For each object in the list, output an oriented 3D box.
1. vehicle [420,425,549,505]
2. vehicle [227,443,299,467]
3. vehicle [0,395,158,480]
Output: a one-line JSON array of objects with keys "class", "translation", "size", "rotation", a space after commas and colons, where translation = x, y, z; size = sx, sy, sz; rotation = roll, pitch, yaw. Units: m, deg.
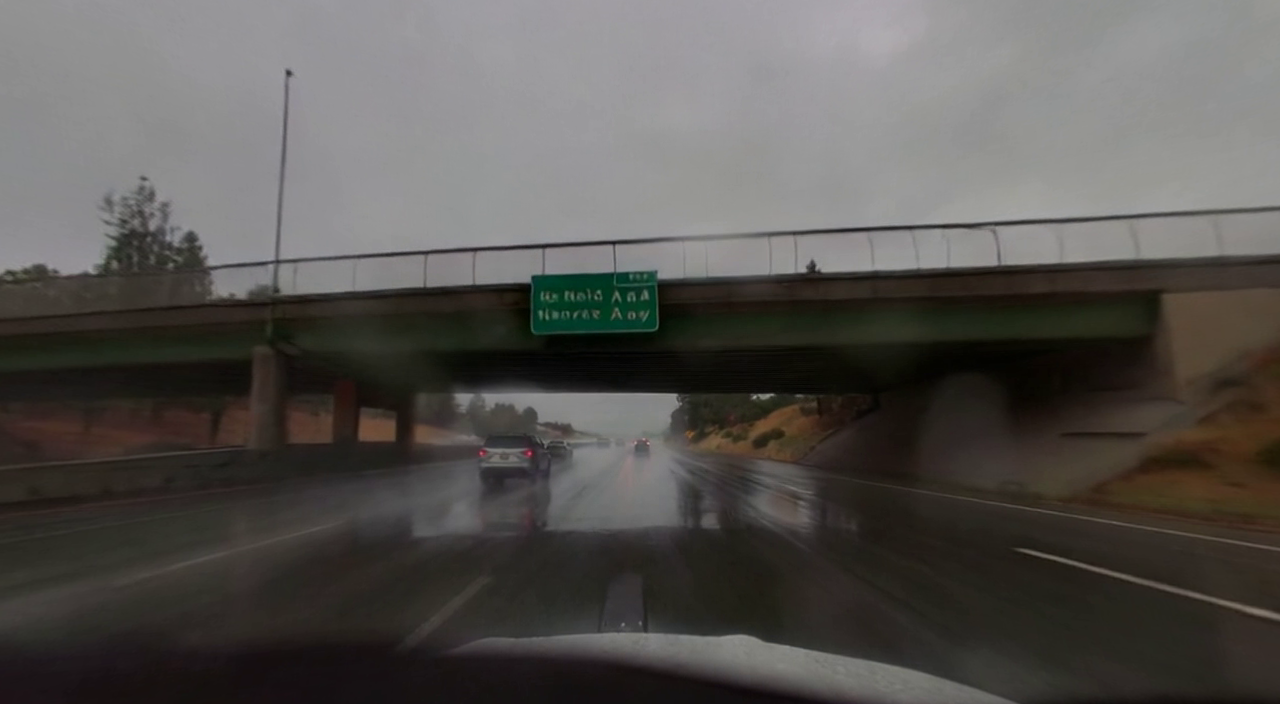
[{"class": "vehicle", "translation": [-3.679, 2.774, 15.795], "size": [2.048, 1.705, 4.384], "rotation": [0, -8, 1]}, {"class": "vehicle", "translation": [-25.598, 6.974, 42.805], "size": [2.010, 1.550, 4.483], "rotation": [0, -8, 1]}, {"class": "vehicle", "translation": [-33.010, 4.593, 33.492], "size": [2.899, 4.114, 14.251], "rotation": [0, -8, 2]}]
